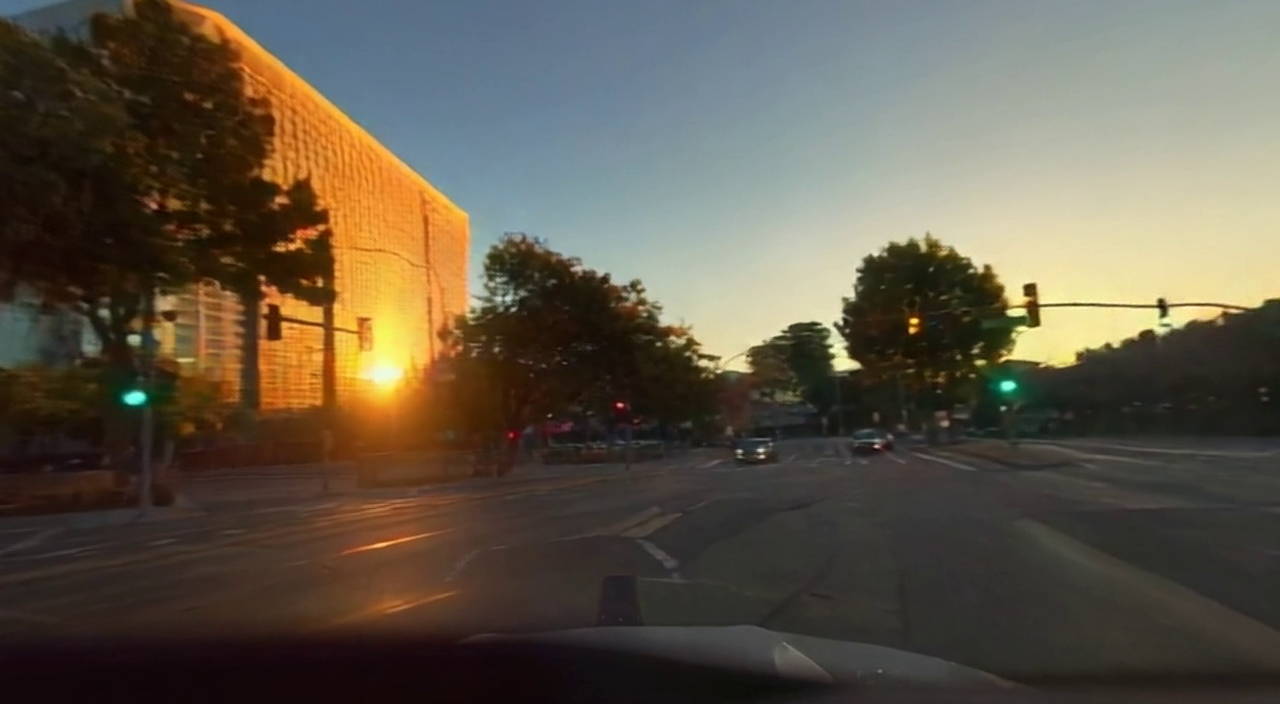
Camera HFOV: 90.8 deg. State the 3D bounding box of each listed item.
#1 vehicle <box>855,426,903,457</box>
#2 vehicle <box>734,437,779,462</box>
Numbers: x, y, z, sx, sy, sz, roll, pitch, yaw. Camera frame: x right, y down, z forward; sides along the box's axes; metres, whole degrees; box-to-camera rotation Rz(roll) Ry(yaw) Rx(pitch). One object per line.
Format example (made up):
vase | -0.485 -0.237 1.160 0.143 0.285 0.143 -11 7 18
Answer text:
vehicle | 13.829 5.184 36.457 2.034 1.663 4.025 -5 -9 27
vehicle | 7.458 6.207 40.366 1.786 1.499 3.797 -5 -9 26
